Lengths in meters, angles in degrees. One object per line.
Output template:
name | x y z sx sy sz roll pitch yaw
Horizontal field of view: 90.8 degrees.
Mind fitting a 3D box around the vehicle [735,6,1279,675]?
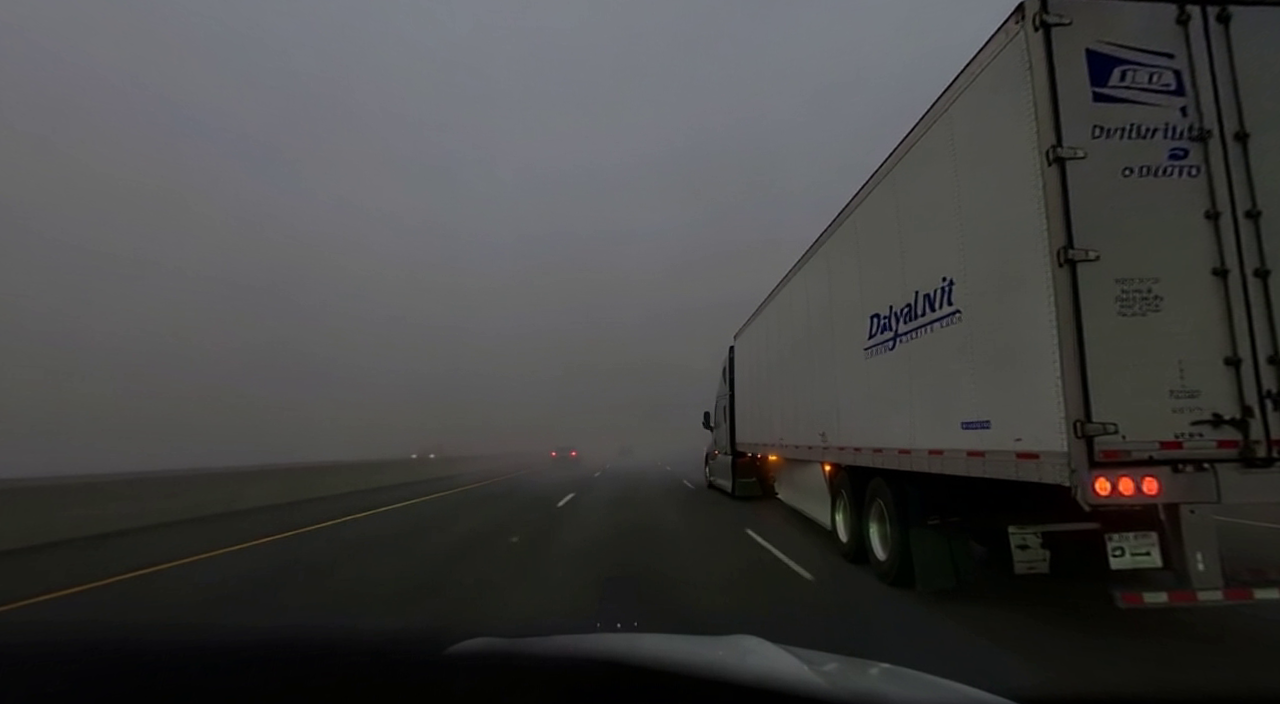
vehicle | 3.964 0.699 10.145 2.962 4.132 12.720 0 -8 0

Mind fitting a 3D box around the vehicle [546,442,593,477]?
vehicle | -3.604 5.585 33.095 2.030 1.657 3.926 0 -8 0
